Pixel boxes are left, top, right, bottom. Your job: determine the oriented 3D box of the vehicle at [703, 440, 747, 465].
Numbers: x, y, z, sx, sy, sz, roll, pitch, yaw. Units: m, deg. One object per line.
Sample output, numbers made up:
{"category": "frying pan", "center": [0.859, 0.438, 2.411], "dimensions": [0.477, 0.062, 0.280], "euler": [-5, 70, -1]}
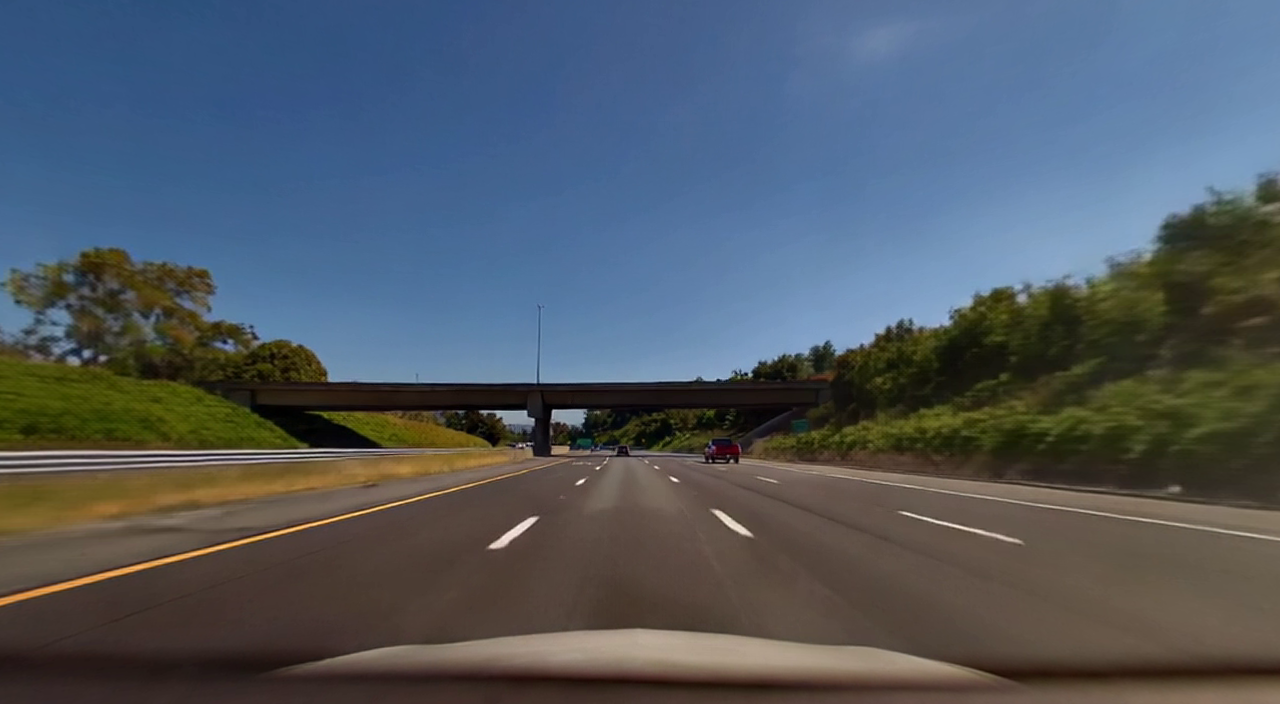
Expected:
{"category": "vehicle", "center": [6.563, 7.830, 49.525], "dimensions": [2.395, 1.819, 6.086], "euler": [0, -9, -2]}
